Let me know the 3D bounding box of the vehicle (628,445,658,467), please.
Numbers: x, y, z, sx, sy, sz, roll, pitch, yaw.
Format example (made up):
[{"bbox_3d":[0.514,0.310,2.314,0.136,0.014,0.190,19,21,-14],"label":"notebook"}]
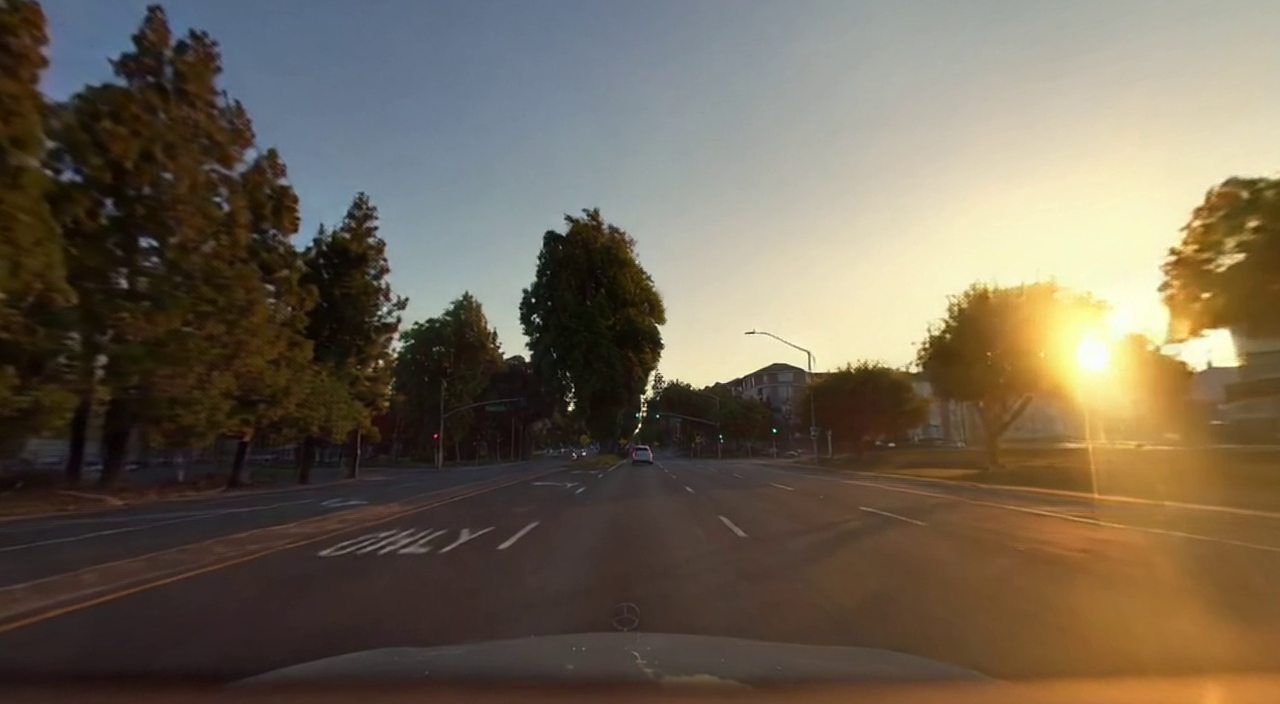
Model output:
[{"bbox_3d":[0.244,7.392,45.100,2.064,1.477,3.968,0,-8,0],"label":"vehicle"}]
